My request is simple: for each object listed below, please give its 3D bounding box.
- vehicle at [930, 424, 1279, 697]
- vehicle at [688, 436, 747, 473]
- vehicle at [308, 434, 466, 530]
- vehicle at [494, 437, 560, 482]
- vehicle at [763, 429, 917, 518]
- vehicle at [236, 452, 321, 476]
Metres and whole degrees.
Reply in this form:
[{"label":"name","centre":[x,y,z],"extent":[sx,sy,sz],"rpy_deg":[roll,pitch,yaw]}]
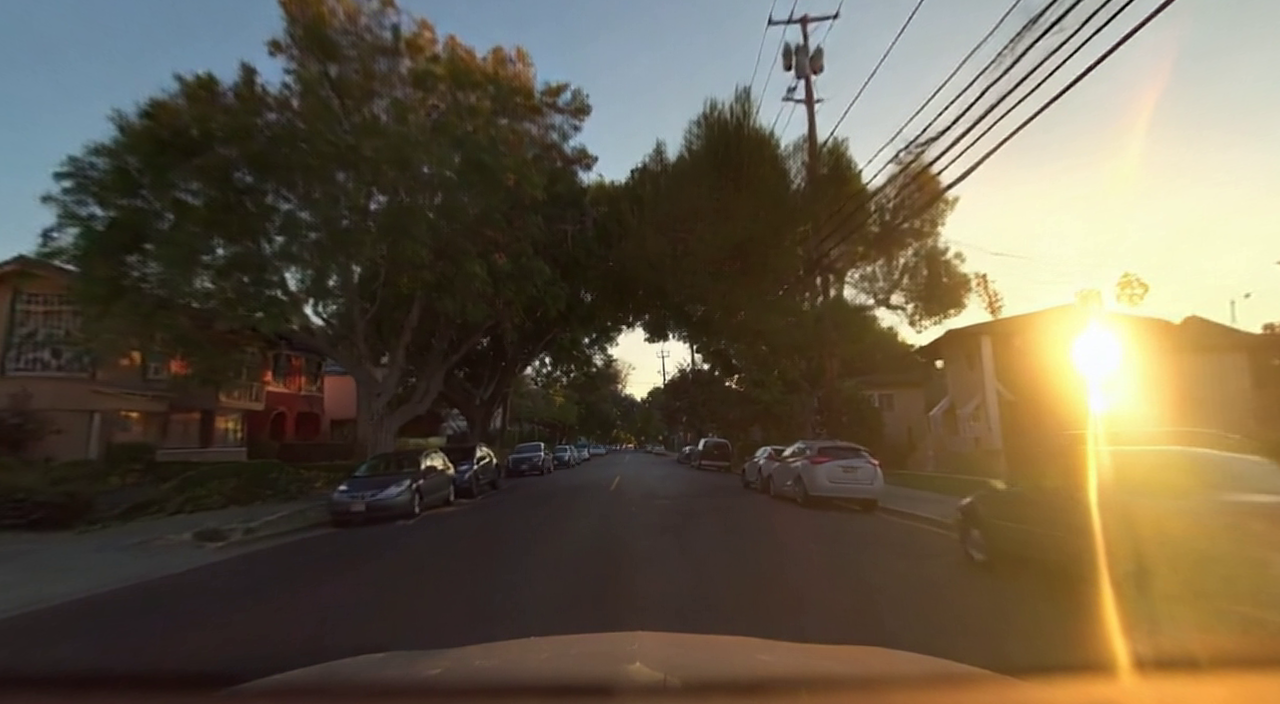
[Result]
[{"label":"vehicle","centre":[4.349,1.377,5.157],"extent":[1.893,1.437,4.369],"rpy_deg":[0,-8,0]},{"label":"vehicle","centre":[4.084,5.543,34.474],"extent":[2.279,1.848,5.577],"rpy_deg":[1,-8,-3]},{"label":"vehicle","centre":[-5.434,2.778,14.217],"extent":[1.873,1.709,4.206],"rpy_deg":[-4,-8,-1]},{"label":"vehicle","centre":[-5.453,5.210,31.265],"extent":[2.285,1.895,5.883],"rpy_deg":[-2,-8,-2]},{"label":"vehicle","centre":[4.175,2.606,14.109],"extent":[1.979,1.620,4.684],"rpy_deg":[0,-8,1]},{"label":"vehicle","centre":[-23.048,7.140,40.405],"extent":[4.304,1.443,1.819],"rpy_deg":[-1,-9,2]}]
